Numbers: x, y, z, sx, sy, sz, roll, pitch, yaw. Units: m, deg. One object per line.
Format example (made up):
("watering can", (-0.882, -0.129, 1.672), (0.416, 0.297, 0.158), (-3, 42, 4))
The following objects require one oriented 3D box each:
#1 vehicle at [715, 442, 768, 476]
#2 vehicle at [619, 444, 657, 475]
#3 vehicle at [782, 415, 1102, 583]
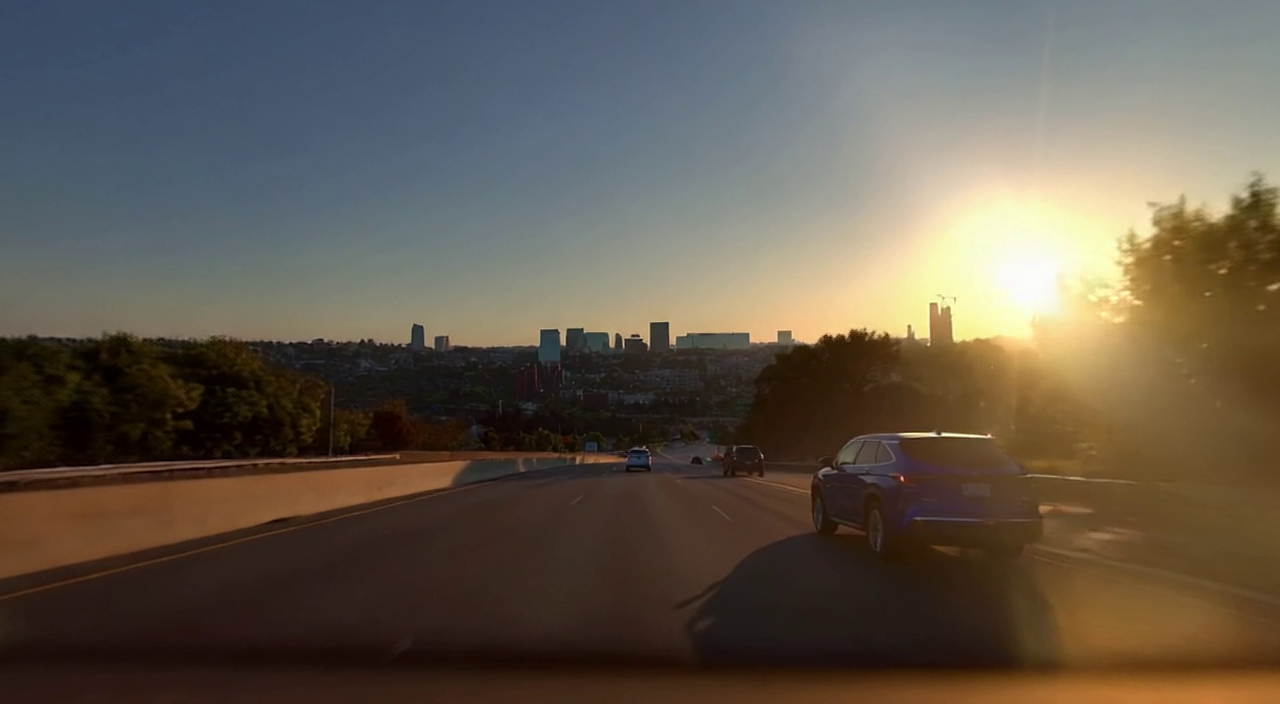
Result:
("vehicle", (7.124, 7.610, 45.237), (2.526, 2.230, 6.190), (0, -9, -2))
("vehicle", (-0.137, 6.543, 38.702), (2.181, 1.768, 4.383), (0, -9, -1))
("vehicle", (3.515, 1.791, 8.528), (2.097, 1.659, 4.320), (0, -9, -1))
